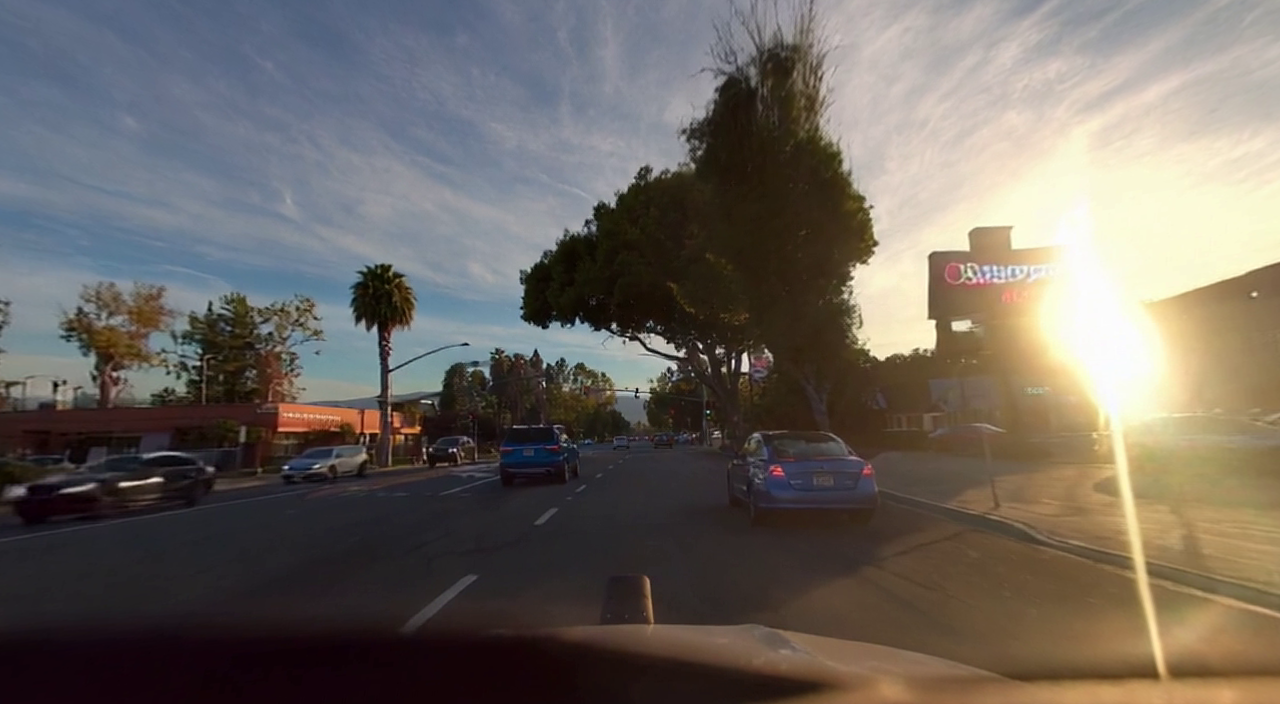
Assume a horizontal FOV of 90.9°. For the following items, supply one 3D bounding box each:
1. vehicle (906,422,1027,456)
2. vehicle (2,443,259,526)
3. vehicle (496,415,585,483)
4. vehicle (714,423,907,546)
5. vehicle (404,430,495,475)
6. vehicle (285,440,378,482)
[{"bbox_3d":[15.354,4.151,29.915,4.680,1.506,2.017,-2,-9,14],"label":"vehicle"},{"bbox_3d":[-10.797,2.794,13.910,2.025,1.525,4.318,0,-9,0],"label":"vehicle"},{"bbox_3d":[-3.134,3.207,20.918,2.152,1.987,4.527,0,-9,1],"label":"vehicle"},{"bbox_3d":[2.326,1.939,9.938,1.919,1.472,4.470,0,-8,2],"label":"vehicle"},{"bbox_3d":[-6.599,3.541,22.354,1.751,1.445,4.340,0,-9,2],"label":"vehicle"},{"bbox_3d":[-14.228,5.034,29.385,1.961,1.757,4.557,0,-9,0],"label":"vehicle"}]
